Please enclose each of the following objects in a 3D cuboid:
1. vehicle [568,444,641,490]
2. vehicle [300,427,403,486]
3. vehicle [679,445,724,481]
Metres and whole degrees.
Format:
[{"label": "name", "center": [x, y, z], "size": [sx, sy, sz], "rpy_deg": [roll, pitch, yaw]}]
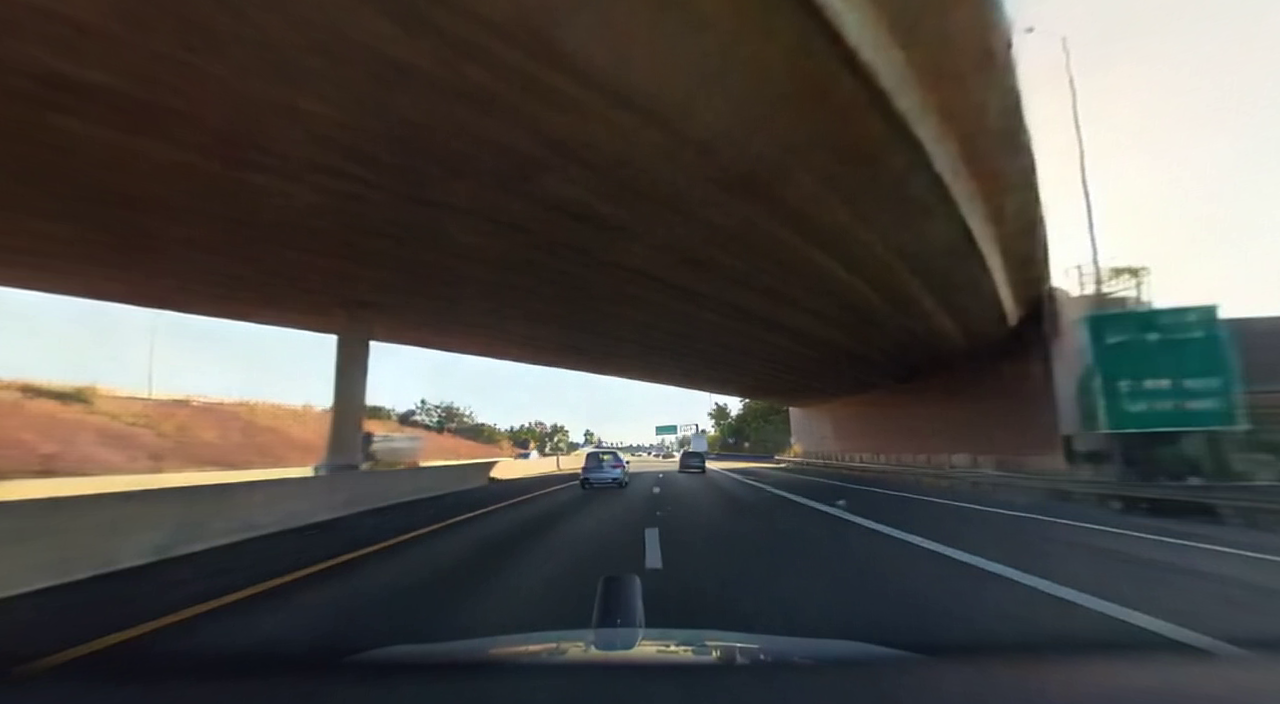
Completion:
[{"label": "vehicle", "center": [-1.252, 4.362, 24.148], "size": [2.084, 1.594, 4.219], "rpy_deg": [-1, -9, 7]}, {"label": "vehicle", "center": [-14.442, 5.275, 31.938], "size": [2.421, 2.691, 6.009], "rpy_deg": [0, -9, -1]}, {"label": "vehicle", "center": [2.920, 5.216, 29.742], "size": [1.969, 1.595, 3.964], "rpy_deg": [-1, -9, 5]}]
